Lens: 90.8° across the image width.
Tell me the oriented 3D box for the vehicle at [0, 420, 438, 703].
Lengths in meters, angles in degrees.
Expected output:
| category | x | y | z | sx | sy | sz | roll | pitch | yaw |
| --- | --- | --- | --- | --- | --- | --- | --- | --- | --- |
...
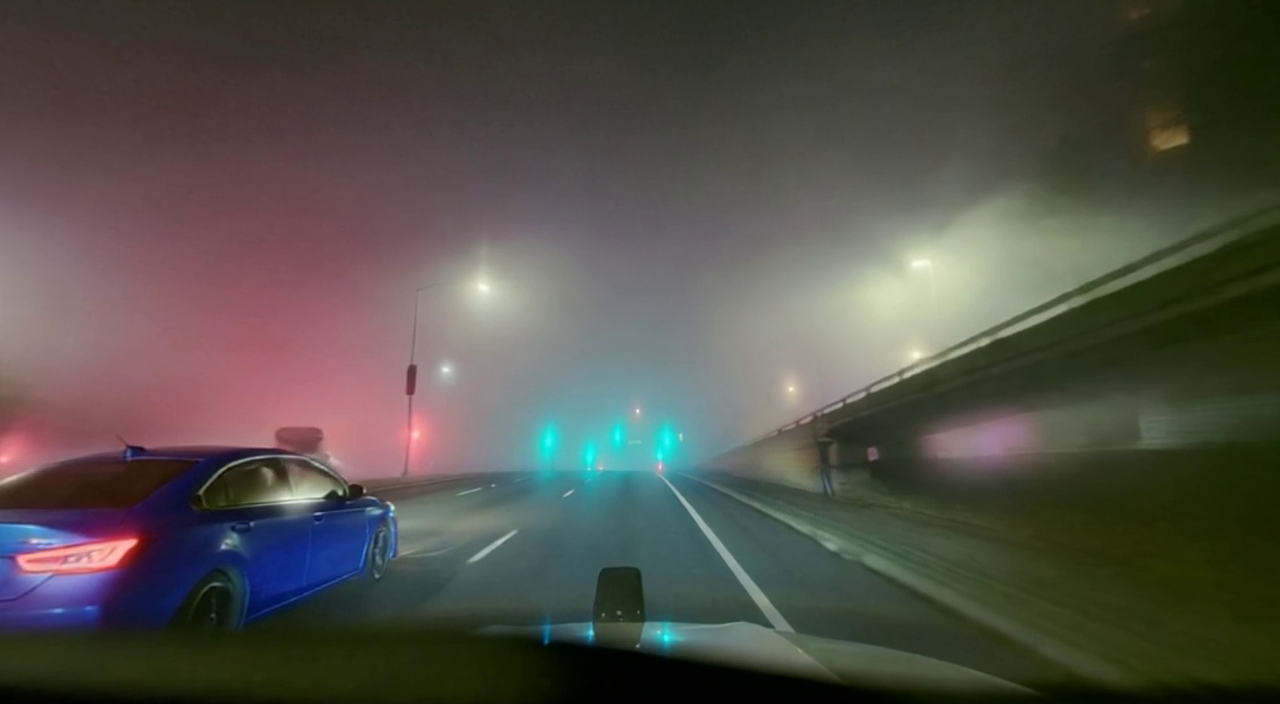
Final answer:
| category | x | y | z | sx | sy | sz | roll | pitch | yaw |
| --- | --- | --- | --- | --- | --- | --- | --- | --- | --- |
| vehicle | -3.304 | 1.371 | 4.922 | 2.041 | 1.470 | 4.290 | 0 | -9 | 0 |
